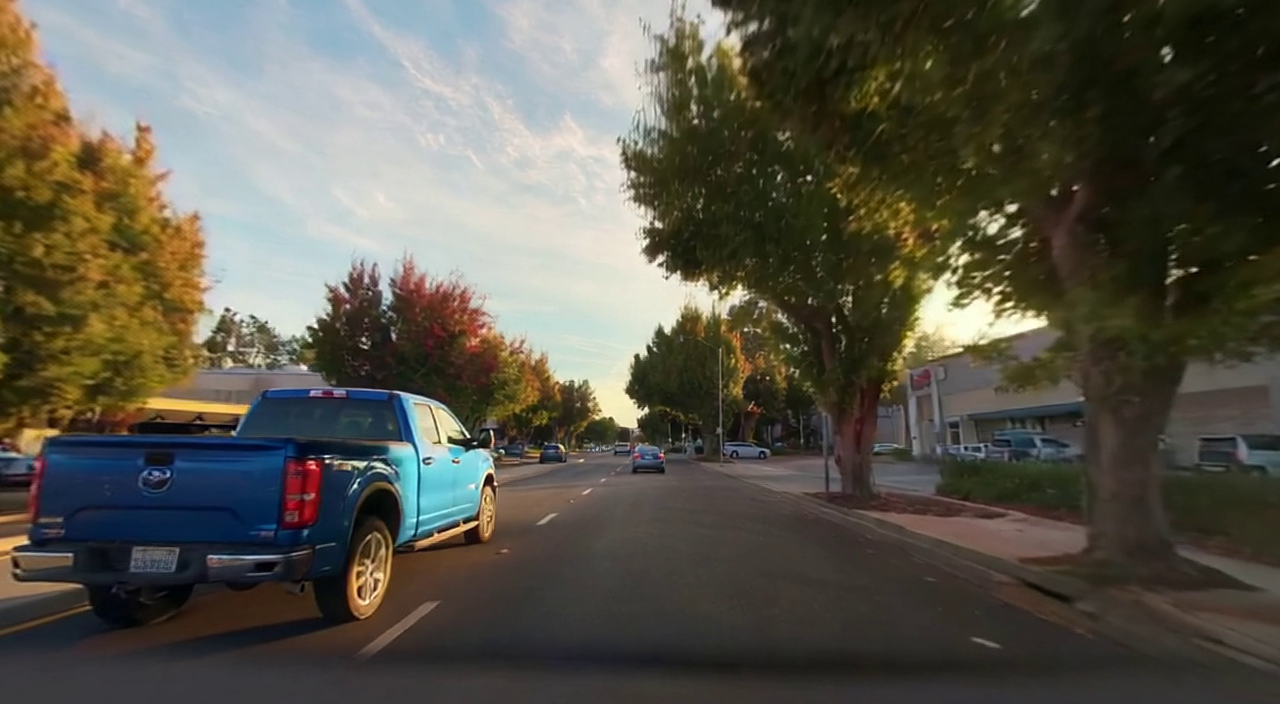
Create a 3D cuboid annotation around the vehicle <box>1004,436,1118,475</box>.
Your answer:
[{"bbox_3d":[20.913,5.141,31.424,4.501,1.780,2.082,-5,-9,30],"label":"vehicle"}]

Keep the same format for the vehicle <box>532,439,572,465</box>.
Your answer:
[{"bbox_3d":[-6.524,7.498,47.197,2.146,1.788,5.153,0,-8,2],"label":"vehicle"}]

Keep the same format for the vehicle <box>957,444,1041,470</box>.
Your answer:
[{"bbox_3d":[22.682,6.609,39.728,4.437,1.485,2.027,-4,-9,32],"label":"vehicle"}]

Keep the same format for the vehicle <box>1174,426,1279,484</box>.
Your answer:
[{"bbox_3d":[21.915,3.555,21.757,4.957,1.882,2.031,-6,-10,38],"label":"vehicle"}]

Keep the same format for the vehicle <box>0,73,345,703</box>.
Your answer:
[{"bbox_3d":[-3.431,0.290,1.430,2.733,2.495,5.037,0,-8,4],"label":"vehicle"}]

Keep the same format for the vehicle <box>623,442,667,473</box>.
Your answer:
[{"bbox_3d":[0.294,5.624,33.884,2.191,1.530,4.470,0,-8,1],"label":"vehicle"}]
